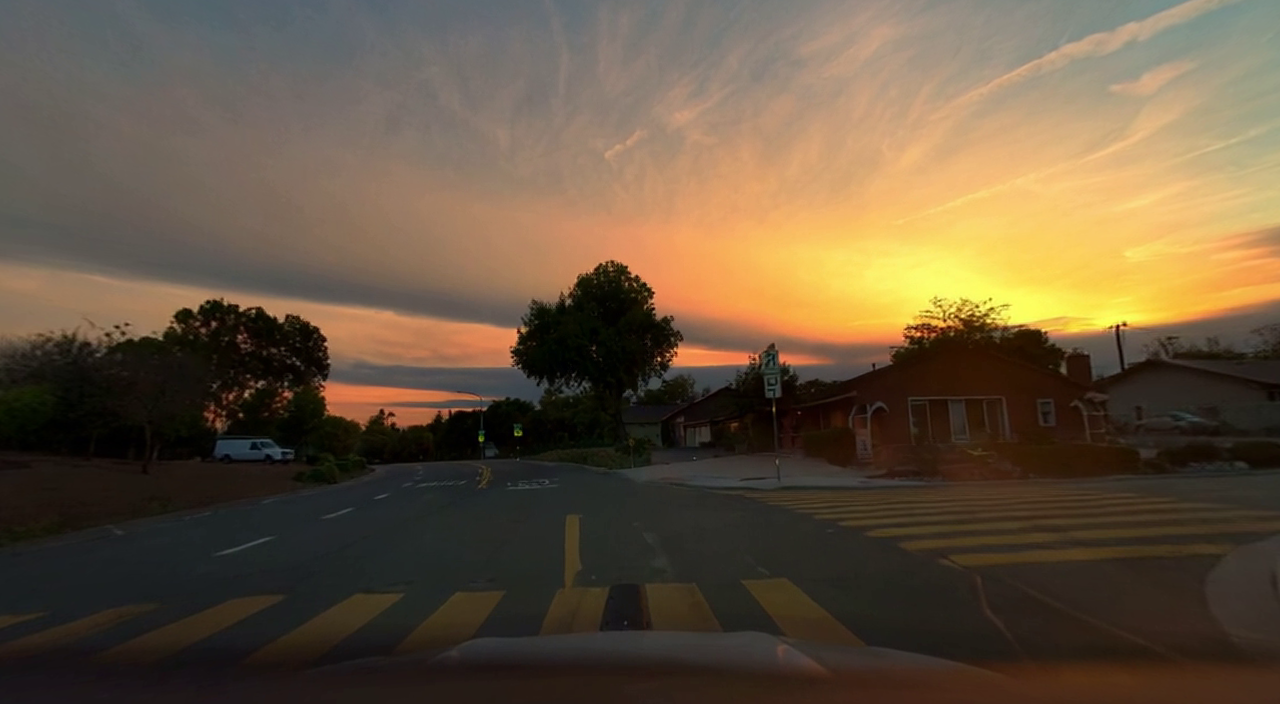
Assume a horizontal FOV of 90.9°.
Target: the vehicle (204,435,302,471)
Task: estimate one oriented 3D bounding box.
[{"bbox_3d":[-23.124,6.034,37.754,4.699,1.996,2.116,-2,-9,11],"label":"vehicle"}]
